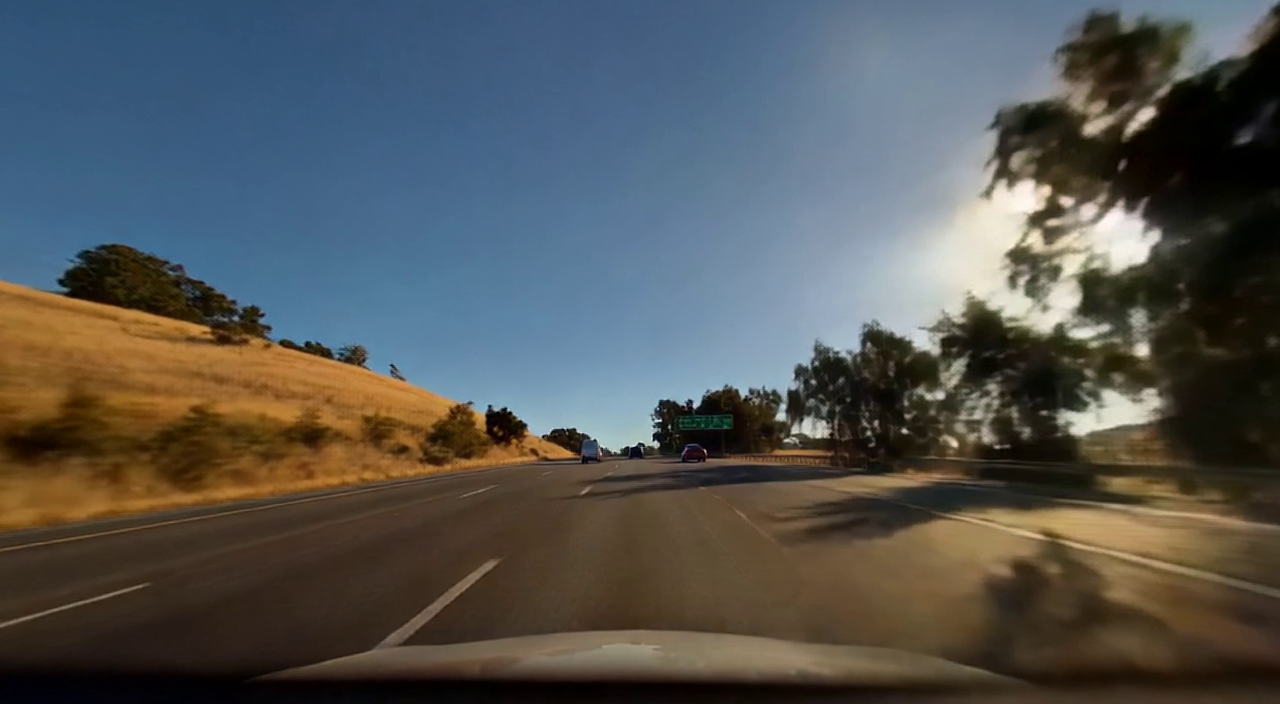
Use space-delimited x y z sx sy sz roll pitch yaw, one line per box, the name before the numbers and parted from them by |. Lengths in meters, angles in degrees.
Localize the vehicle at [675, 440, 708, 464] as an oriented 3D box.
vehicle | 3.876 7.559 47.717 1.995 1.712 4.206 0 -8 -2
